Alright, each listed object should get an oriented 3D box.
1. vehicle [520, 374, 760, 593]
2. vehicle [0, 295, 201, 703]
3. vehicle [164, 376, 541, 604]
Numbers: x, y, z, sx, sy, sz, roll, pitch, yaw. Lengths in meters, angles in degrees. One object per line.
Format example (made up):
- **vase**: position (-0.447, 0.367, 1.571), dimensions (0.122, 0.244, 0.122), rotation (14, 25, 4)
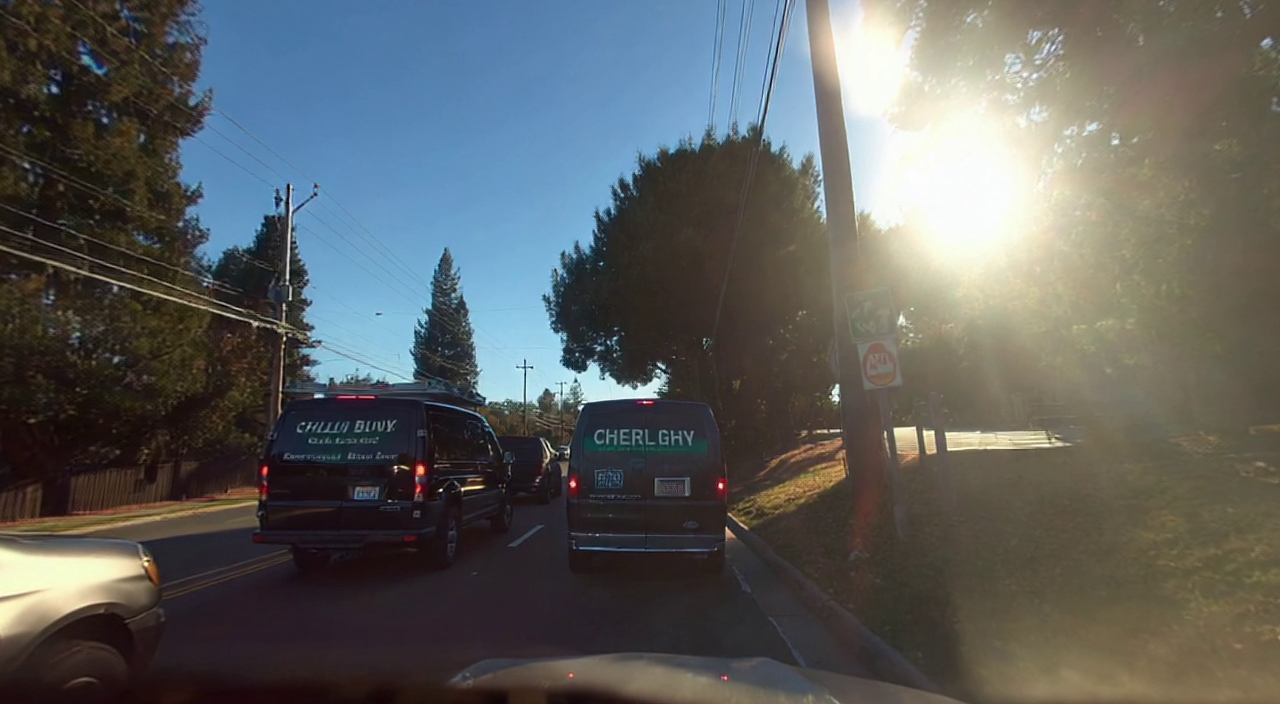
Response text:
- **vehicle**: position (0.106, 1.461, 7.695), dimensions (2.117, 1.911, 4.095), rotation (-1, -8, 3)
- **vehicle**: position (-3.100, 0.481, 0.239), dimensions (2.160, 1.796, 4.997), rotation (0, -8, 1)
- **vehicle**: position (-2.755, 1.481, 7.623), dimensions (2.109, 1.851, 4.749), rotation (-1, -8, 3)
